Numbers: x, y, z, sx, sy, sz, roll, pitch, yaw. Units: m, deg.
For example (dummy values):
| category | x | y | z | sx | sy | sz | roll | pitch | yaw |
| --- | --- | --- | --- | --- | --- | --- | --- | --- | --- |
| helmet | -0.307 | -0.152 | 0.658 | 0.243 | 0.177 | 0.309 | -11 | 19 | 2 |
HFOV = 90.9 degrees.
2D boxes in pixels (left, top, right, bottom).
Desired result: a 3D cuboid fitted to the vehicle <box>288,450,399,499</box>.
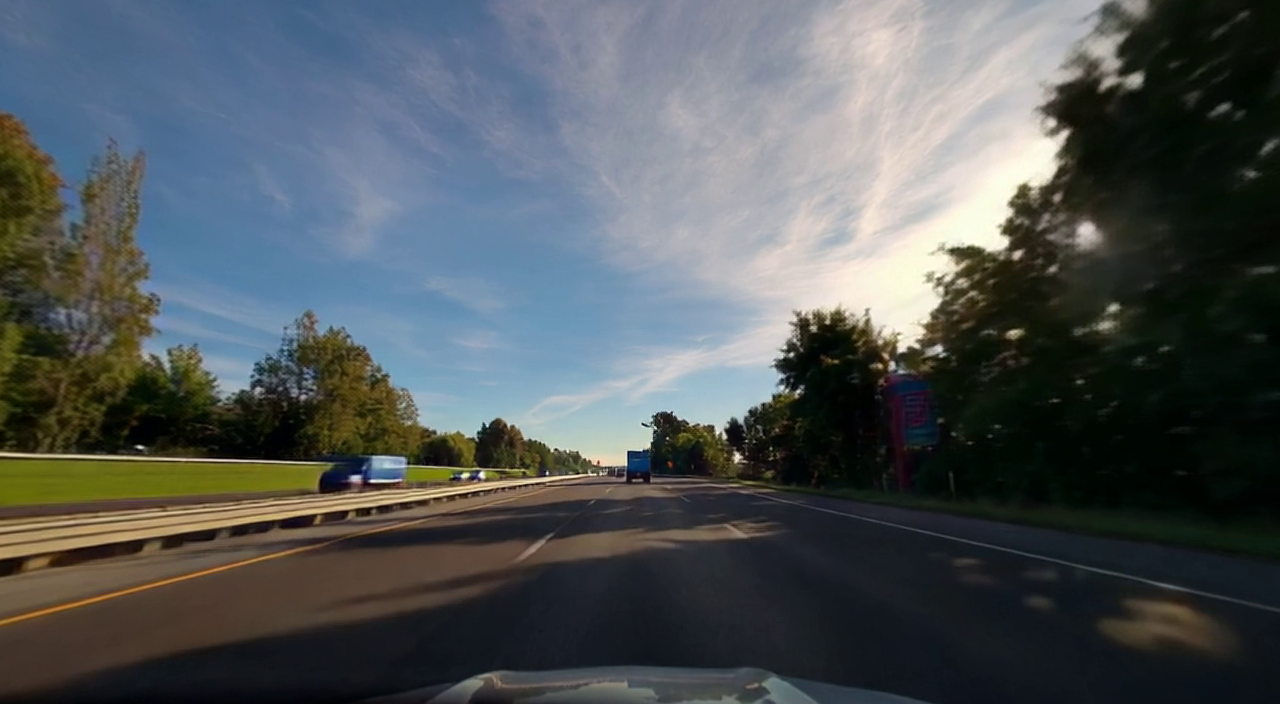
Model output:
| category | x | y | z | sx | sy | sz | roll | pitch | yaw |
| --- | --- | --- | --- | --- | --- | --- | --- | --- | --- |
| vehicle | -13.007 | 5.437 | 28.151 | 2.242 | 1.891 | 5.442 | 1 | -10 | 0 |
